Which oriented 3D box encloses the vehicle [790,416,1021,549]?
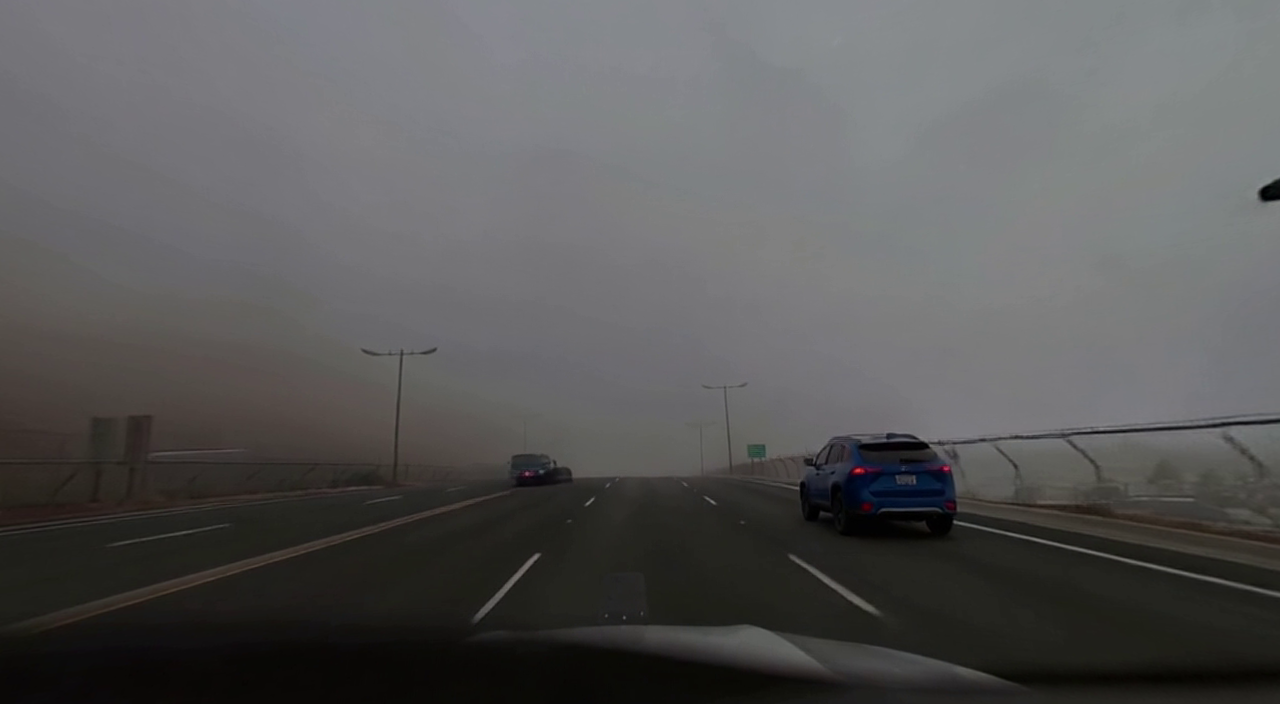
[{"bbox_3d":[4.028,2.056,10.545,1.989,1.730,4.324,-1,-9,1],"label":"vehicle"}]

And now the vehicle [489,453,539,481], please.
[{"bbox_3d":[-9.842,9.039,49.893,2.597,2.034,6.006,-1,-9,1],"label":"vehicle"}]
